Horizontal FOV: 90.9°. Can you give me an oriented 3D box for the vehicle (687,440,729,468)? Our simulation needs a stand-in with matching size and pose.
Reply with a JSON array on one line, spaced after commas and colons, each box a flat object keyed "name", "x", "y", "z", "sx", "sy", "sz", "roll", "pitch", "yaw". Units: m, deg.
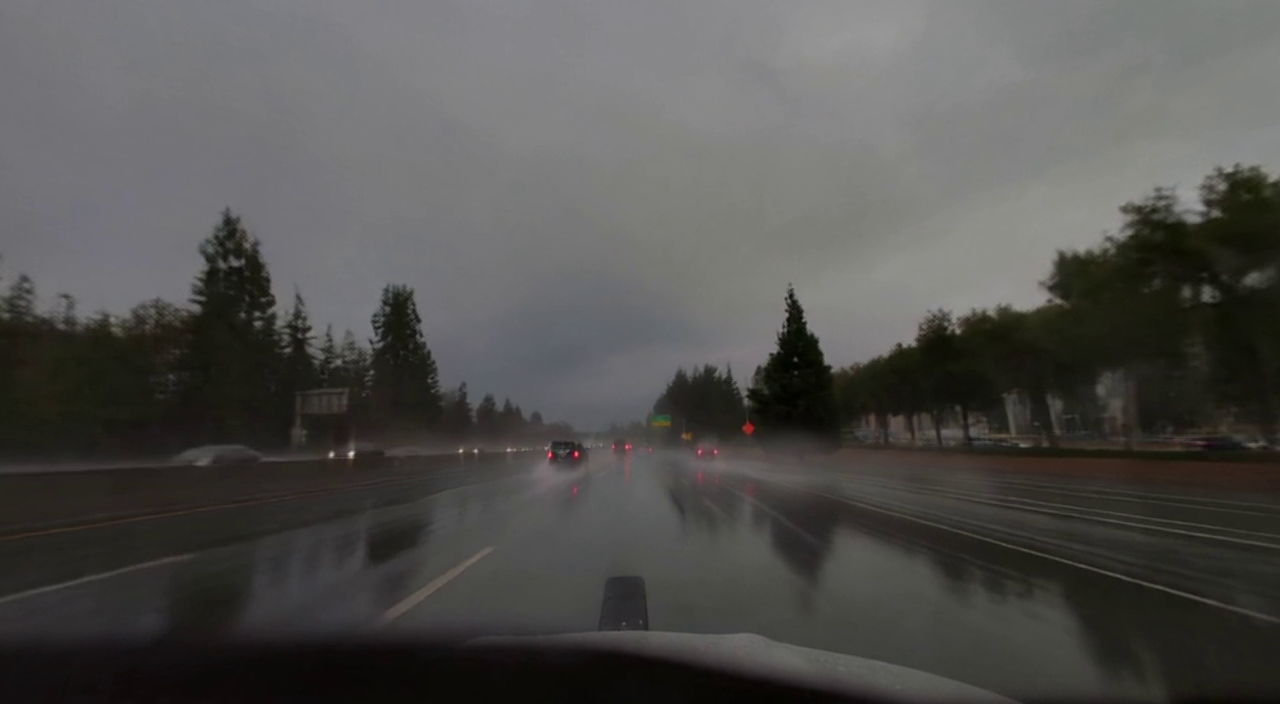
[{"name": "vehicle", "x": 4.349, "y": 6.589, "z": 40.899, "sx": 2.229, "sy": 1.704, "sz": 4.392, "roll": 0, "pitch": -8, "yaw": 0}]

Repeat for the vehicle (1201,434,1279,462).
[{"name": "vehicle", "x": 37.247, "y": 5.910, "z": 38.833, "sx": 3.612, "sy": 1.451, "sz": 1.747, "roll": -3, "pitch": -9, "yaw": 0}]

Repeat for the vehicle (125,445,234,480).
[{"name": "vehicle", "x": -21.061, "y": 5.045, "z": 29.078, "sx": 1.815, "sy": 1.438, "sz": 4.158, "roll": 0, "pitch": -8, "yaw": 1}]

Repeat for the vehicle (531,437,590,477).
[{"name": "vehicle", "x": -3.703, "y": 4.990, "z": 30.296, "sx": 2.196, "sy": 1.733, "sz": 4.355, "roll": 0, "pitch": -8, "yaw": 1}]
